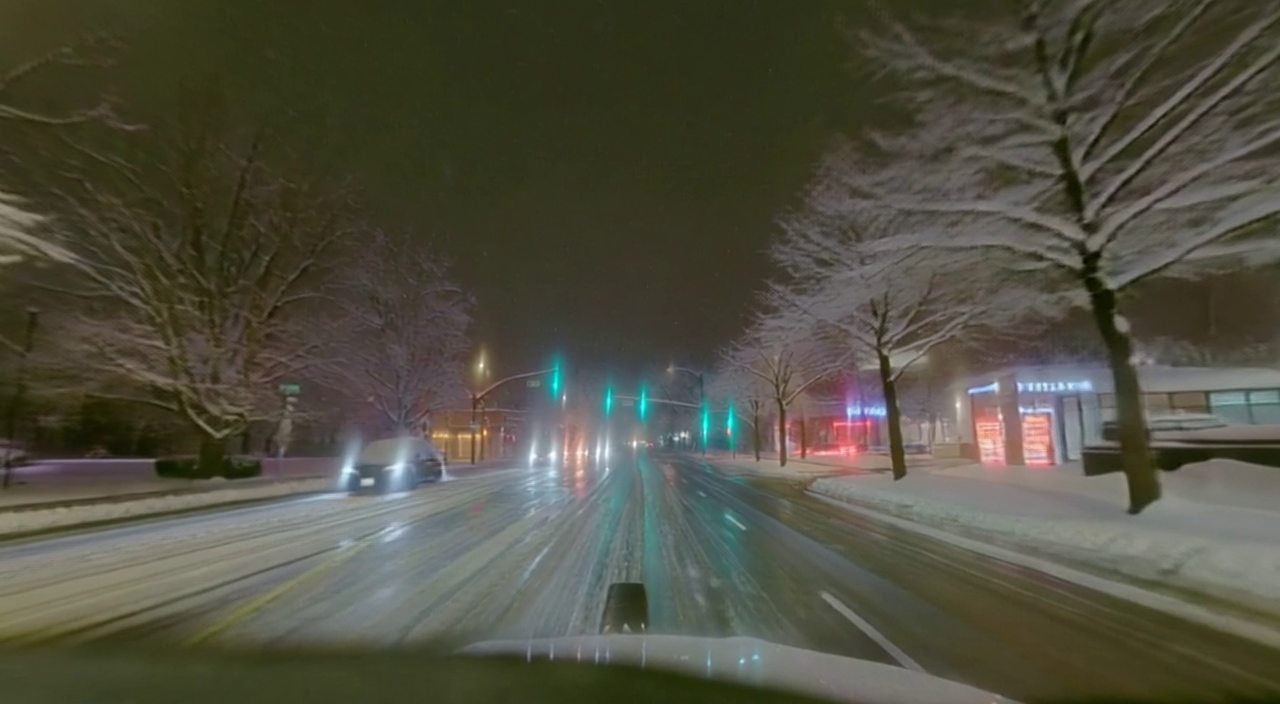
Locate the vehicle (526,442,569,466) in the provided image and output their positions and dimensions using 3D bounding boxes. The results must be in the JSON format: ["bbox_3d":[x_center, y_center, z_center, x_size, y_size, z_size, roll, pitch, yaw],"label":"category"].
[{"bbox_3d":[-6.021,6.711,41.644,2.097,1.495,4.489,0,-8,1],"label":"vehicle"}]

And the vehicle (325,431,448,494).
[{"bbox_3d":[-8.586,3.773,21.980,2.242,1.919,4.922,0,-8,0],"label":"vehicle"}]

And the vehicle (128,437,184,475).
[{"bbox_3d":[-26.551,5.671,34.742,2.099,1.901,4.832,6,-10,-35],"label":"vehicle"}]
